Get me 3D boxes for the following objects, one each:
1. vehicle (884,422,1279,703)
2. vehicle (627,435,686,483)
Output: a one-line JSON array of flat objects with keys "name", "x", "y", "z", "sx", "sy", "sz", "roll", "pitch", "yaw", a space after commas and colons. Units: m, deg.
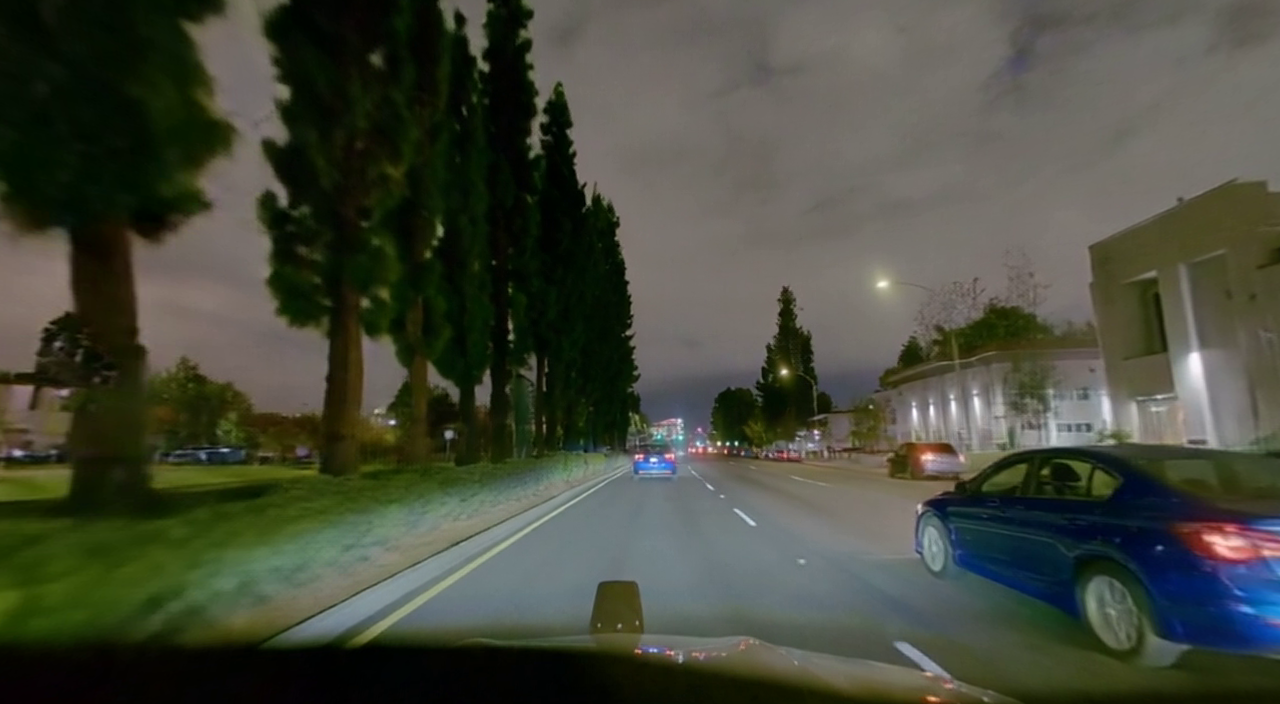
[{"name": "vehicle", "x": 3.871, "y": 1.372, "z": 5.218, "sx": 1.918, "sy": 1.418, "sz": 4.360, "roll": 0, "pitch": -8, "yaw": -1}, {"name": "vehicle", "x": 0.552, "y": 4.102, "z": 24.494, "sx": 2.085, "sy": 1.693, "sz": 4.301, "roll": 0, "pitch": -8, "yaw": 0}]
